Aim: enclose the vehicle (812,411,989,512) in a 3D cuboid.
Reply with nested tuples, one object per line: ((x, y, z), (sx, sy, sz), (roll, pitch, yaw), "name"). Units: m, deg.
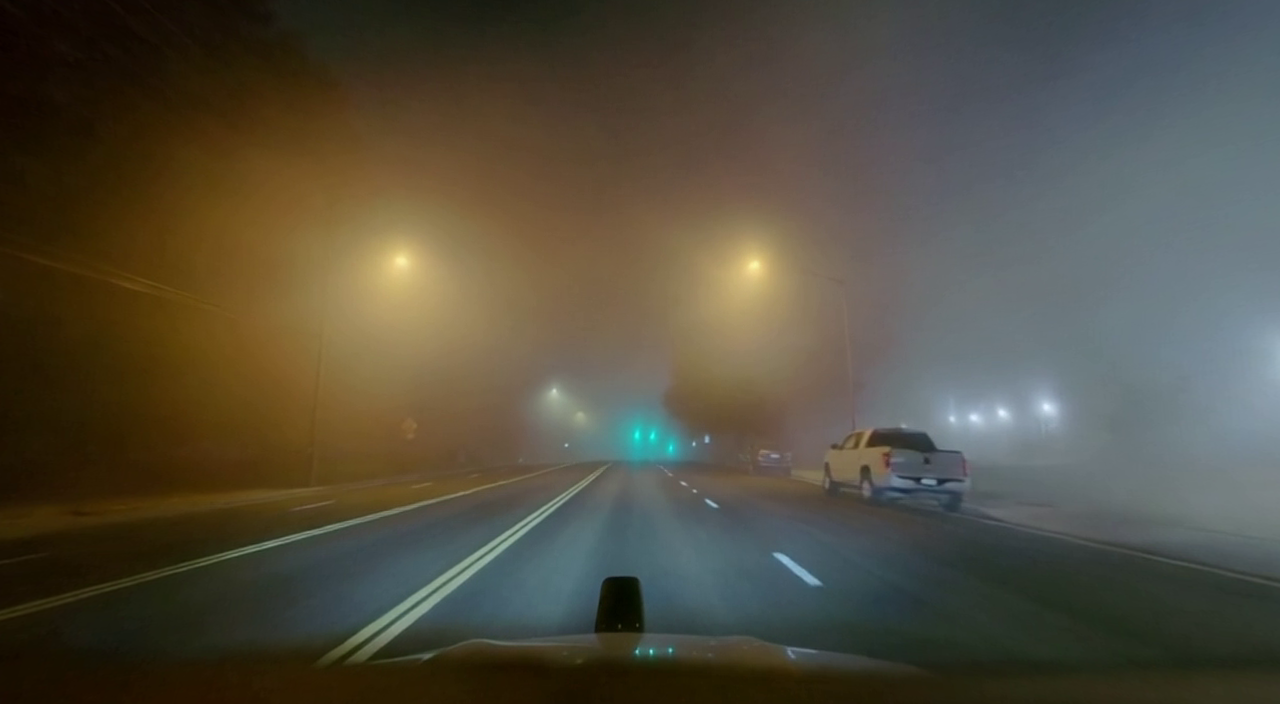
((6.360, 2.775, 16.440), (2.275, 2.132, 5.726), (0, -8, 2), "vehicle")

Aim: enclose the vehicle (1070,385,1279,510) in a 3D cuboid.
((15.767, 2.443, 16.448), (6.969, 2.929, 2.793), (0, -8, 0), "vehicle")

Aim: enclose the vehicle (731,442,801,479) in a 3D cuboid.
((5.978, 5.225, 30.618), (2.282, 1.566, 4.705), (-1, -9, -1), "vehicle")
